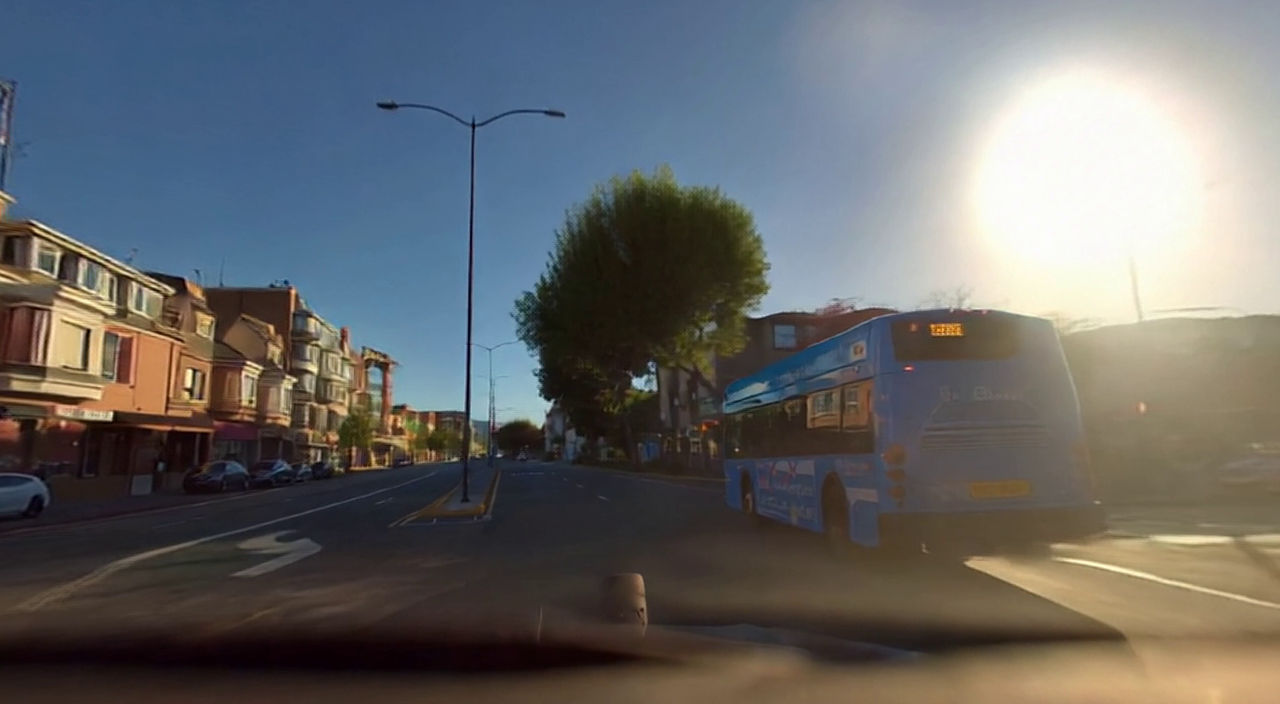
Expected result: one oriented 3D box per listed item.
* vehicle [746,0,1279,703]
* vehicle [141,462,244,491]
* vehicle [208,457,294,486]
[{"bbox_3d":[3.301,0.288,3.892,3.194,3.345,12.428,0,-9,0],"label":"vehicle"},{"bbox_3d":[-26.297,7.312,37.313,4.592,1.474,1.880,4,-9,-26],"label":"vehicle"},{"bbox_3d":[-26.025,7.990,42.359,4.392,1.800,1.902,1,-9,-7],"label":"vehicle"}]
